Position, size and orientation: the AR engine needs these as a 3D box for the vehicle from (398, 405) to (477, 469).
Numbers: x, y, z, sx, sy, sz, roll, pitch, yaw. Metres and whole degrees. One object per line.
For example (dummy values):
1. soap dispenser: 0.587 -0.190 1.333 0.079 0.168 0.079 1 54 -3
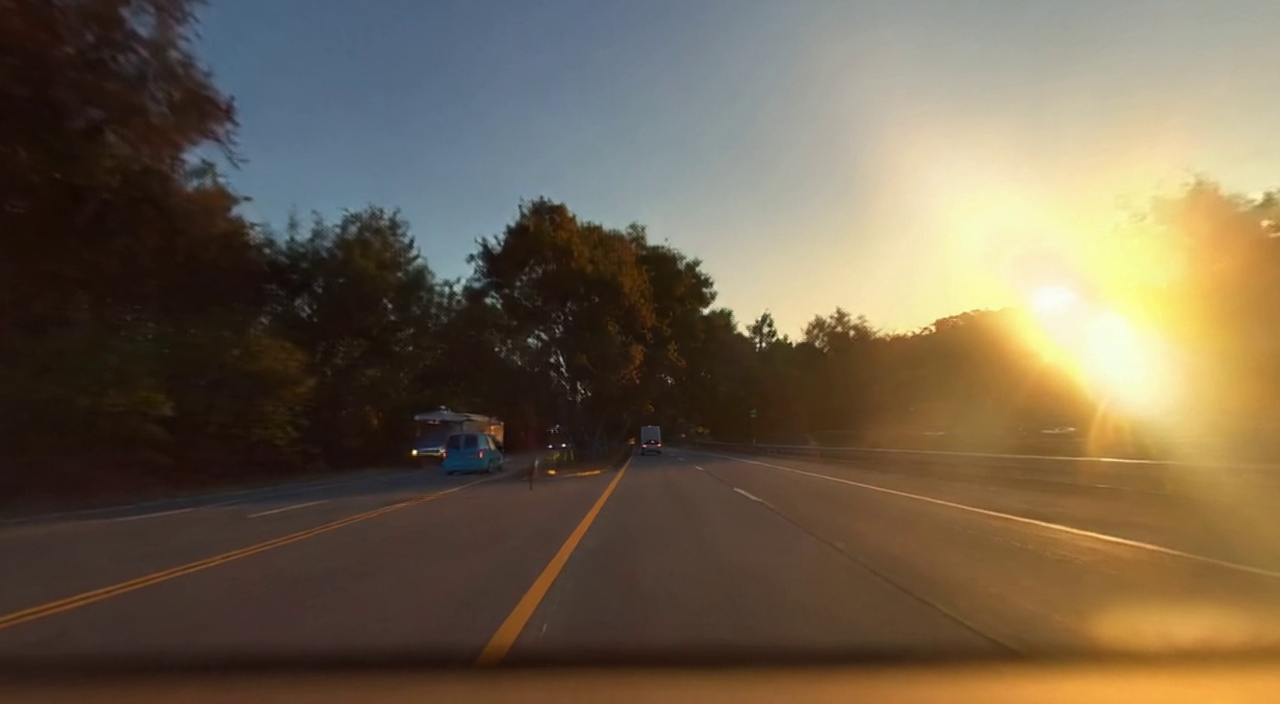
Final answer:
1. vehicle: -13.928 5.937 43.862 3.090 4.025 6.471 1 -8 1

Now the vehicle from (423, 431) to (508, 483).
1. vehicle: -6.925 4.210 25.506 2.068 1.897 4.372 -1 -8 2
